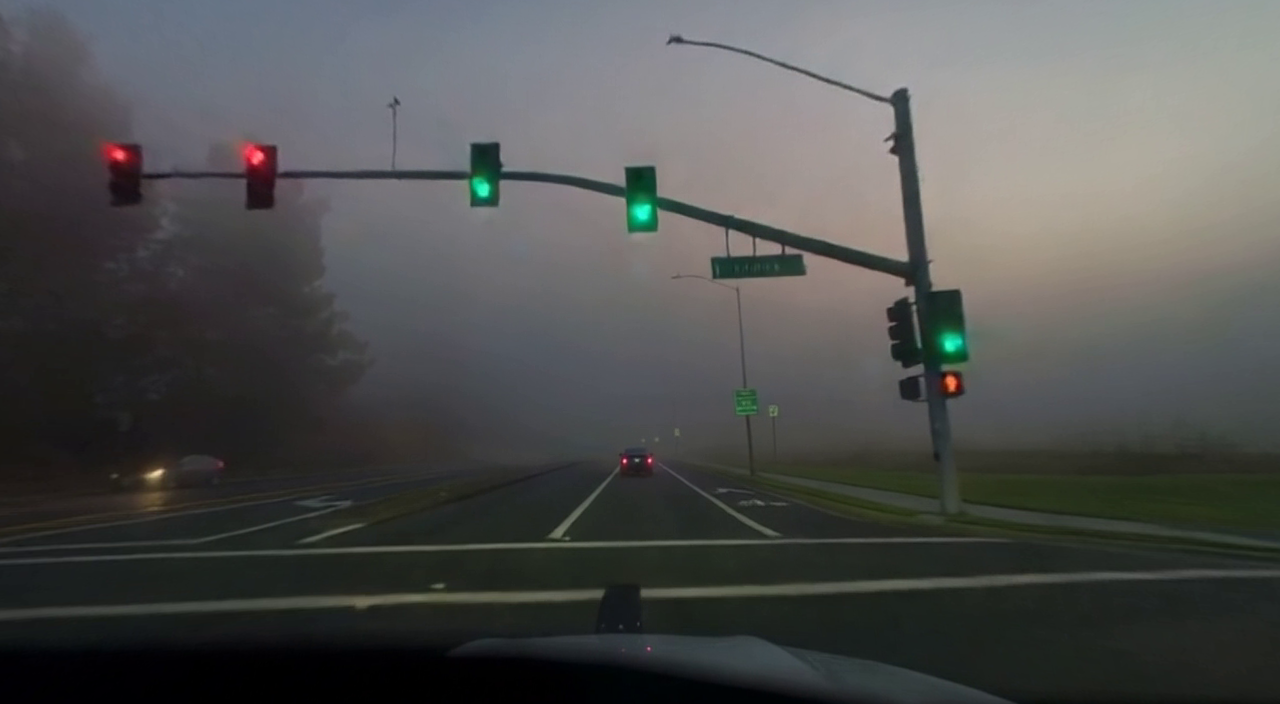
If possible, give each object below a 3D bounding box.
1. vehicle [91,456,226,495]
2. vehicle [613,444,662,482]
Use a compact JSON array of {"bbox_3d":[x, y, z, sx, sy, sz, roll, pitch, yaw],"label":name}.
[{"bbox_3d":[-20.963,5.370,27.742,2.175,1.492,4.722,0,-9,0],"label":"vehicle"},{"bbox_3d":[-0.103,4.629,26.538,1.954,1.469,3.465,0,-9,0],"label":"vehicle"}]
